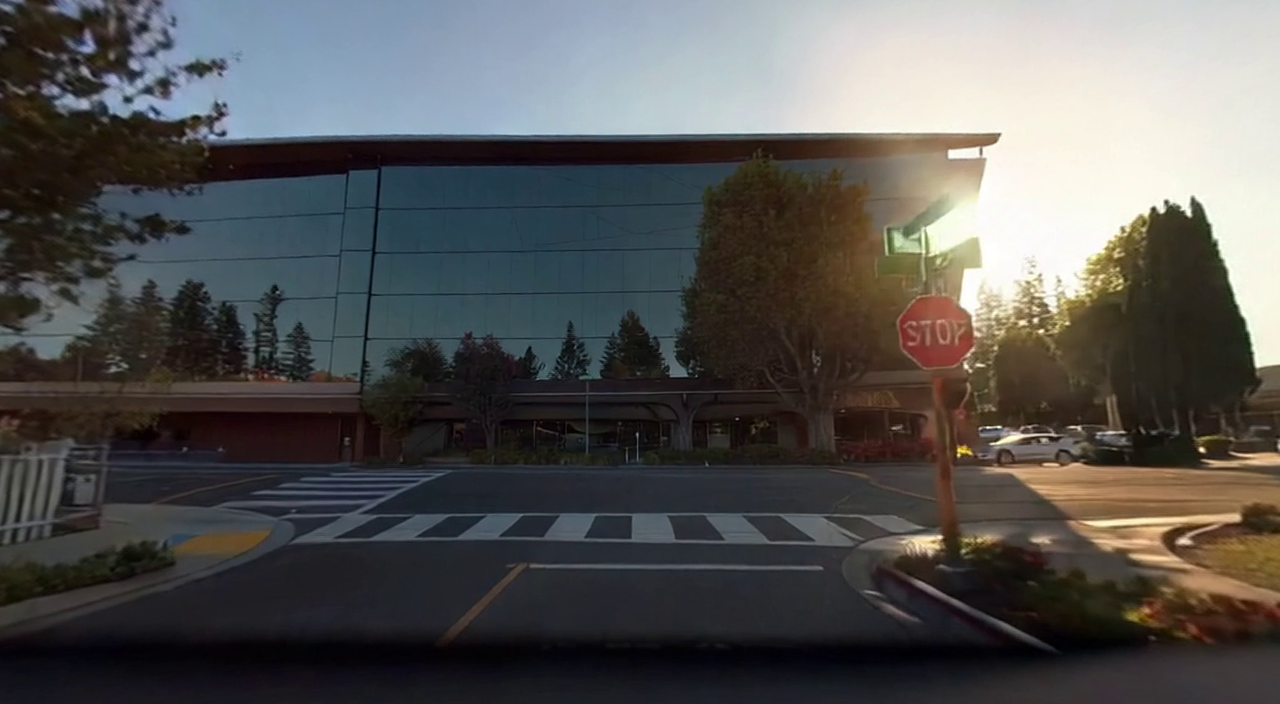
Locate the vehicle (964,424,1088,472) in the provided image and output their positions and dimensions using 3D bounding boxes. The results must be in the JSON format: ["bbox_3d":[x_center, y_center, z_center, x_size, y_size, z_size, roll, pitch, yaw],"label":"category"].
[{"bbox_3d":[18.855,4.729,31.023,2.395,2.164,4.475,5,-10,-28],"label":"vehicle"}]
